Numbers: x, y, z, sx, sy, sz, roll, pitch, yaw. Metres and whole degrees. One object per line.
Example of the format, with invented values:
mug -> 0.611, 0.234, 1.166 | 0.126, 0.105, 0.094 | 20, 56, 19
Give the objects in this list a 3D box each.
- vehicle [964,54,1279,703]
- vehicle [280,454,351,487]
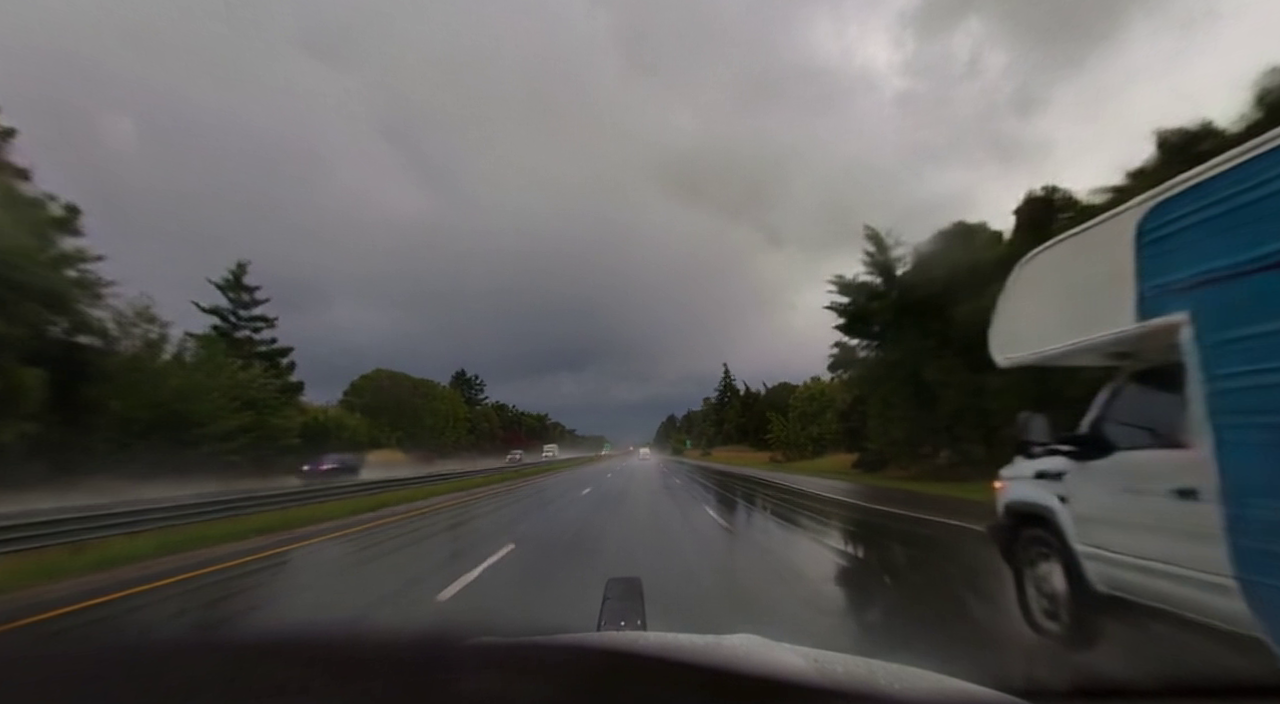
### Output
vehicle -> 3.711, 0.100, 1.333 | 2.556, 2.763, 6.287 | 0, -9, -1
vehicle -> -18.924, 6.912, 37.011 | 1.907, 1.742, 4.139 | 0, -9, 0
